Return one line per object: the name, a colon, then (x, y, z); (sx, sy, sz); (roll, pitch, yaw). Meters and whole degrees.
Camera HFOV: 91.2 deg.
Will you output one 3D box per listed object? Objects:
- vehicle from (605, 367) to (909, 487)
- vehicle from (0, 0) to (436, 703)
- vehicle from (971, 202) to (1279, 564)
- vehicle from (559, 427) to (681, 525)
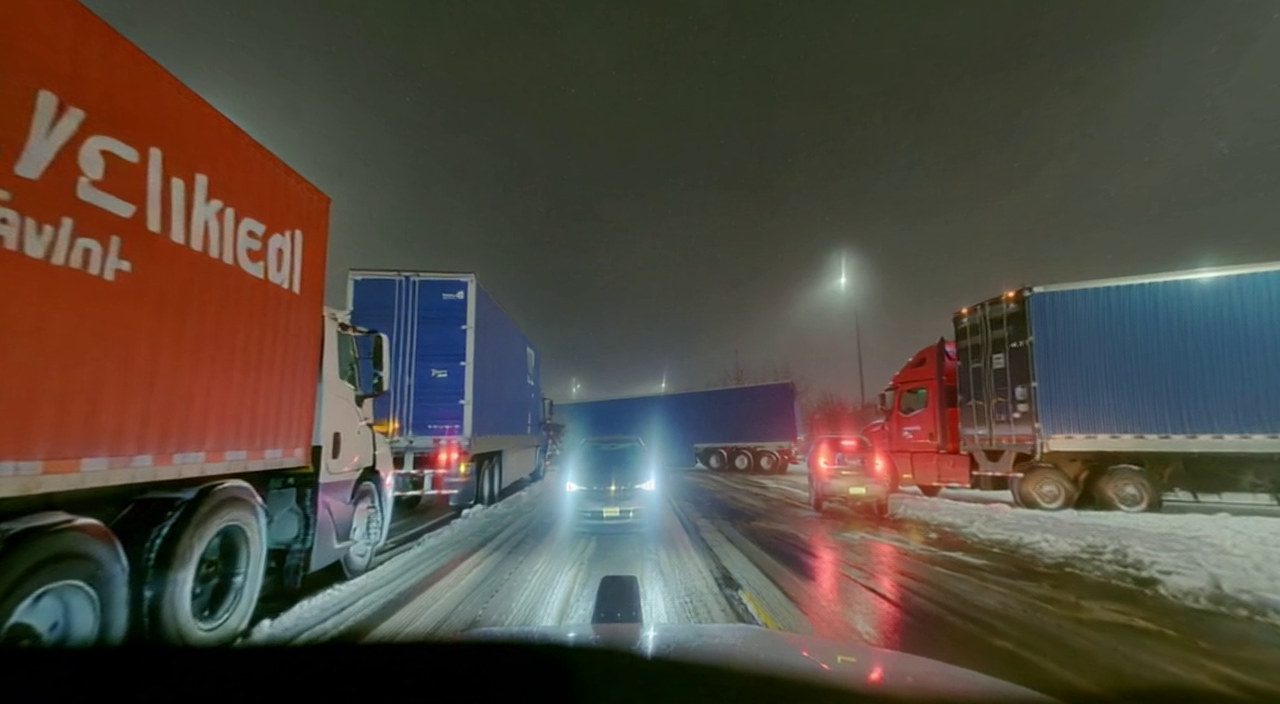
vehicle: (4.095, 3.442, 28.032); (2.877, 4.124, 14.516); (3, -9, -41)
vehicle: (-3.986, 0.234, 3.198); (2.986, 3.391, 9.523); (0, -9, -2)
vehicle: (11.149, 0.062, 5.887); (13.564, 4.152, 3.110); (-9, -12, 42)
vehicle: (-0.370, 2.484, 13.050); (2.140, 1.682, 3.971); (0, -9, 0)
